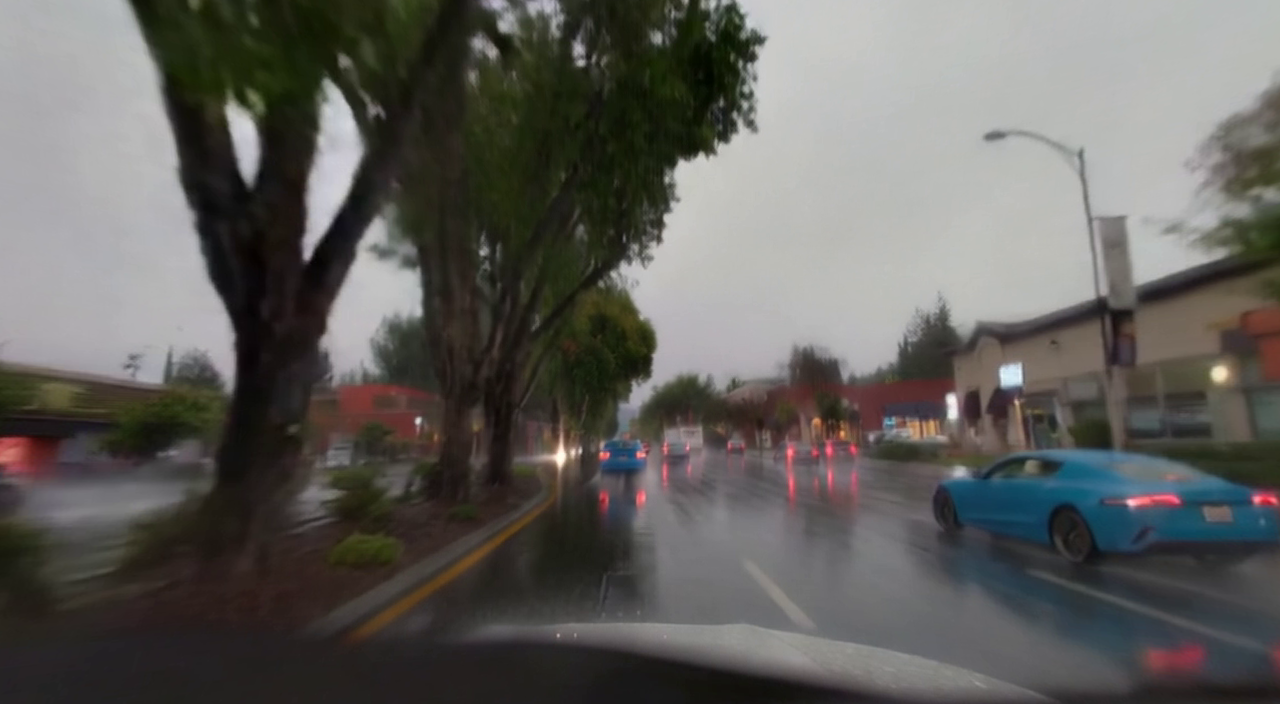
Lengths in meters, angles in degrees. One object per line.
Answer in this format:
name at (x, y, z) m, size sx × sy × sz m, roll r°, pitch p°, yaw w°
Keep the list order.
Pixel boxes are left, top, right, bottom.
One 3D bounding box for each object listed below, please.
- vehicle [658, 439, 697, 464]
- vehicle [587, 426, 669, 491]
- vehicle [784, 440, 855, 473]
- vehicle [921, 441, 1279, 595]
vehicle at (2.299, 6.351, 40.221) m, size 2.078 × 1.471 × 4.142 m, roll 0°, pitch -9°, yaw -2°
vehicle at (-0.394, 3.249, 19.438) m, size 2.266 × 1.762 × 4.131 m, roll 0°, pitch -9°, yaw -2°
vehicle at (8.713, 5.113, 31.096) m, size 2.045 × 1.484 × 4.342 m, roll 0°, pitch -9°, yaw -2°
vehicle at (5.602, 1.774, 7.669) m, size 2.258 × 1.294 × 4.312 m, roll 0°, pitch -9°, yaw -2°
